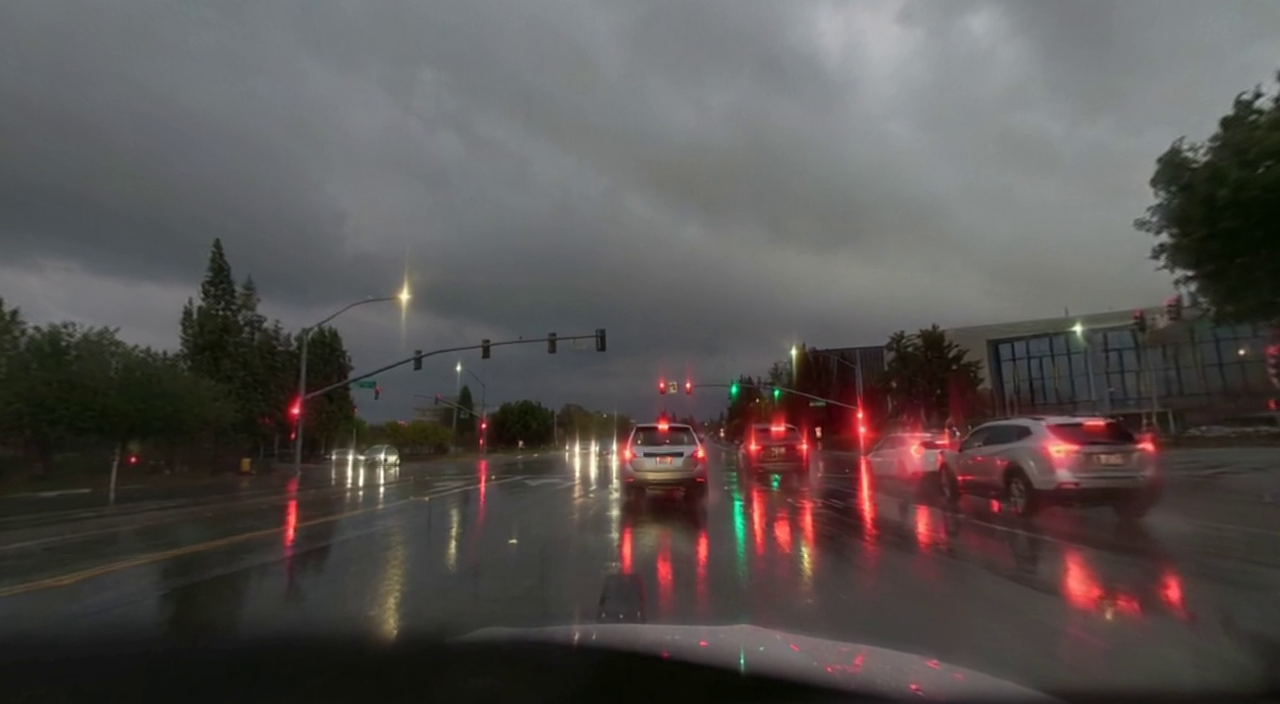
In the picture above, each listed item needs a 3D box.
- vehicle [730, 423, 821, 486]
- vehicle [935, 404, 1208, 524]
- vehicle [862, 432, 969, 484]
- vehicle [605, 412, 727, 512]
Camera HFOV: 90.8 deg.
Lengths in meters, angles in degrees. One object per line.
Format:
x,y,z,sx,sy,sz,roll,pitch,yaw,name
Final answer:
4.190,3.262,20.378,2.188,1.774,4.646,0,-9,4,vehicle
7.564,2.023,11.813,2.074,1.791,4.393,0,-9,2,vehicle
8.691,3.384,20.371,1.862,1.471,4.297,-1,-9,5,vehicle
0.541,2.300,13.612,2.211,1.795,4.179,0,-9,2,vehicle
